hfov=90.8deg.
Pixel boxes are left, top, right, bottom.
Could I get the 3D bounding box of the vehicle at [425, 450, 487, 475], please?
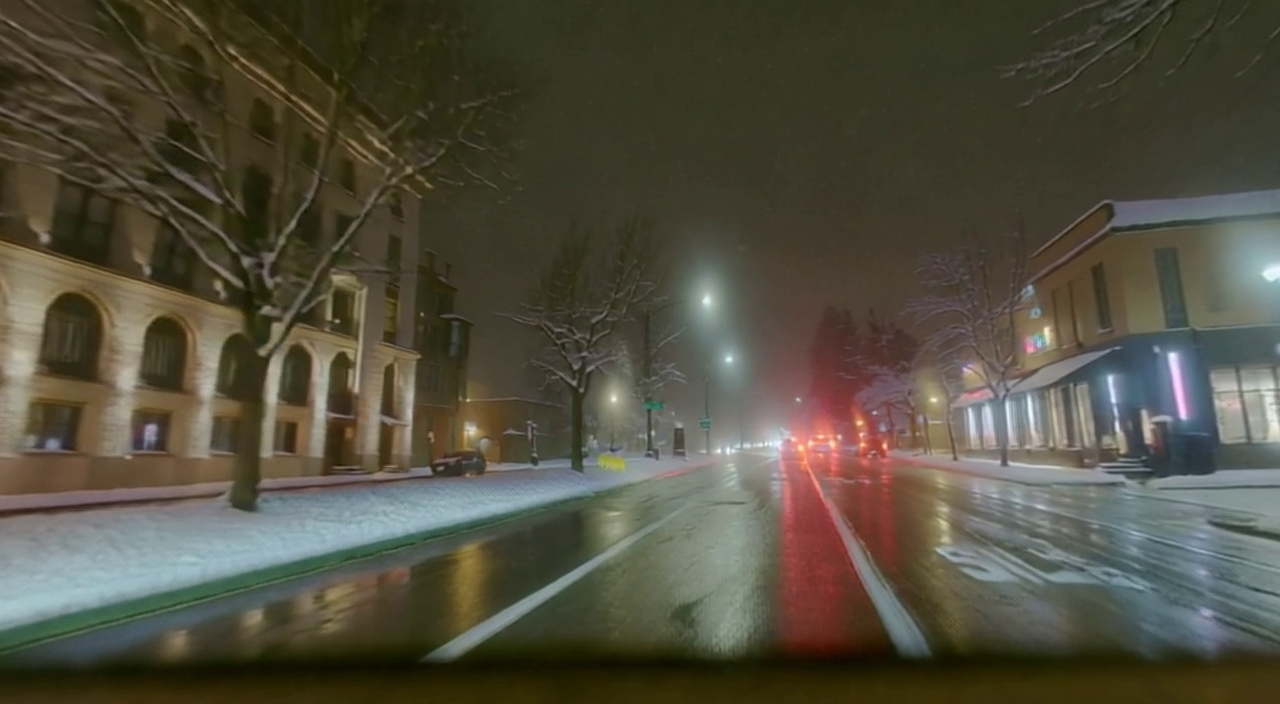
[{"bbox_3d":[-11.748,7.052,40.657,1.840,1.440,4.442,-4,-9,15],"label":"vehicle"}]
